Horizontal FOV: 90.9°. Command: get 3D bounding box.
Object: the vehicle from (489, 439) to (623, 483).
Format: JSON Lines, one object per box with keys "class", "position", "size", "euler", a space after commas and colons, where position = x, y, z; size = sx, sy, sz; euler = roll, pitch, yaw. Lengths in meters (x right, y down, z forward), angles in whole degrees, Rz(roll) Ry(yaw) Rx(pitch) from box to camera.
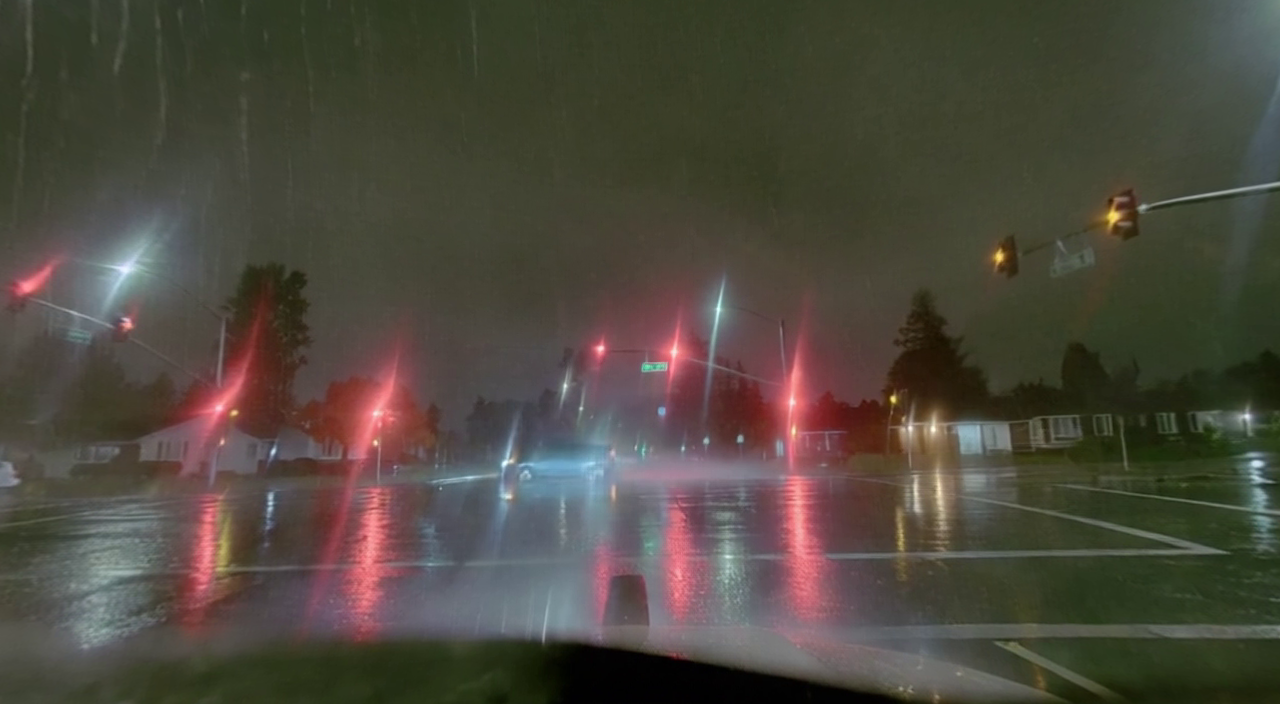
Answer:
{"class": "vehicle", "position": [-2.906, 3.892, 22.646], "size": [4.562, 1.460, 1.822], "euler": [0, -8, 0]}
